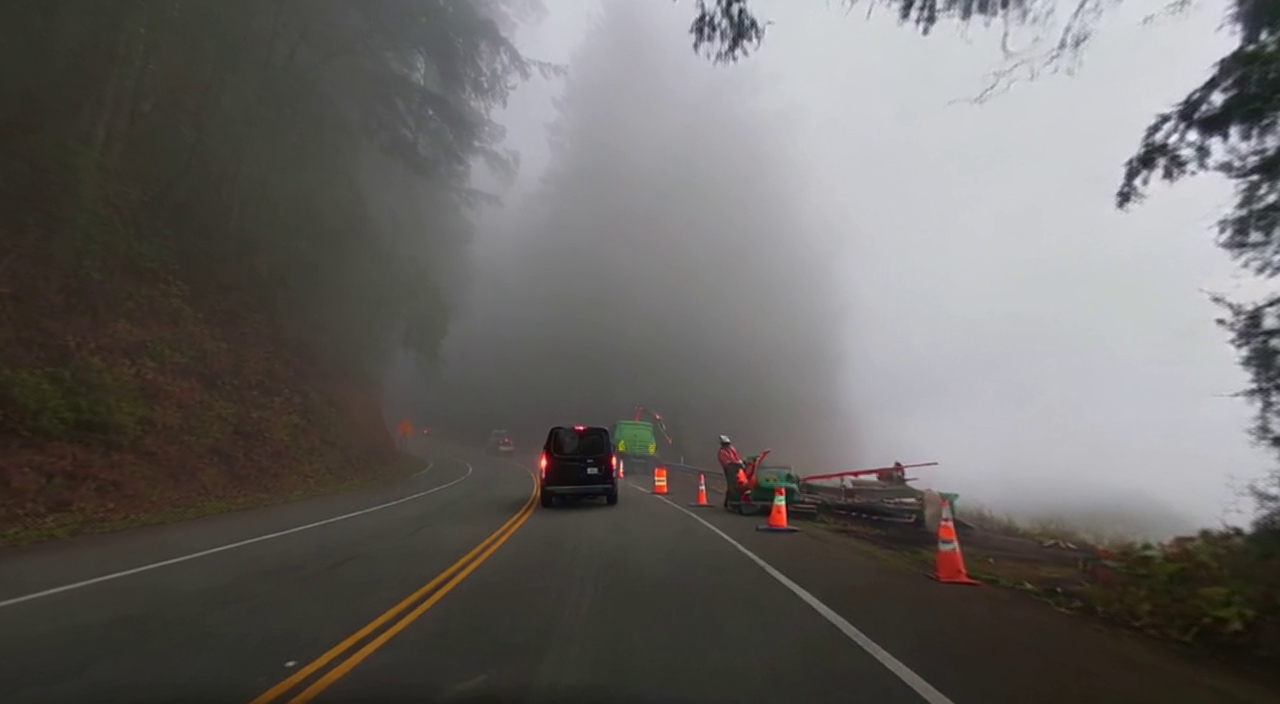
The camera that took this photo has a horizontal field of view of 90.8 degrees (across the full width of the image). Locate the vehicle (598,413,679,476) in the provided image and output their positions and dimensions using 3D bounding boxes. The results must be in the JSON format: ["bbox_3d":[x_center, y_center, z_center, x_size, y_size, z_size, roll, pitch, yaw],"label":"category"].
[{"bbox_3d":[-0.342,5.449,37.694,3.126,3.310,8.534,1,-8,-12],"label":"vehicle"}]

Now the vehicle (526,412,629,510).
[{"bbox_3d":[-1.660,2.881,17.089,2.362,2.223,4.892,1,-9,-5],"label":"vehicle"}]
